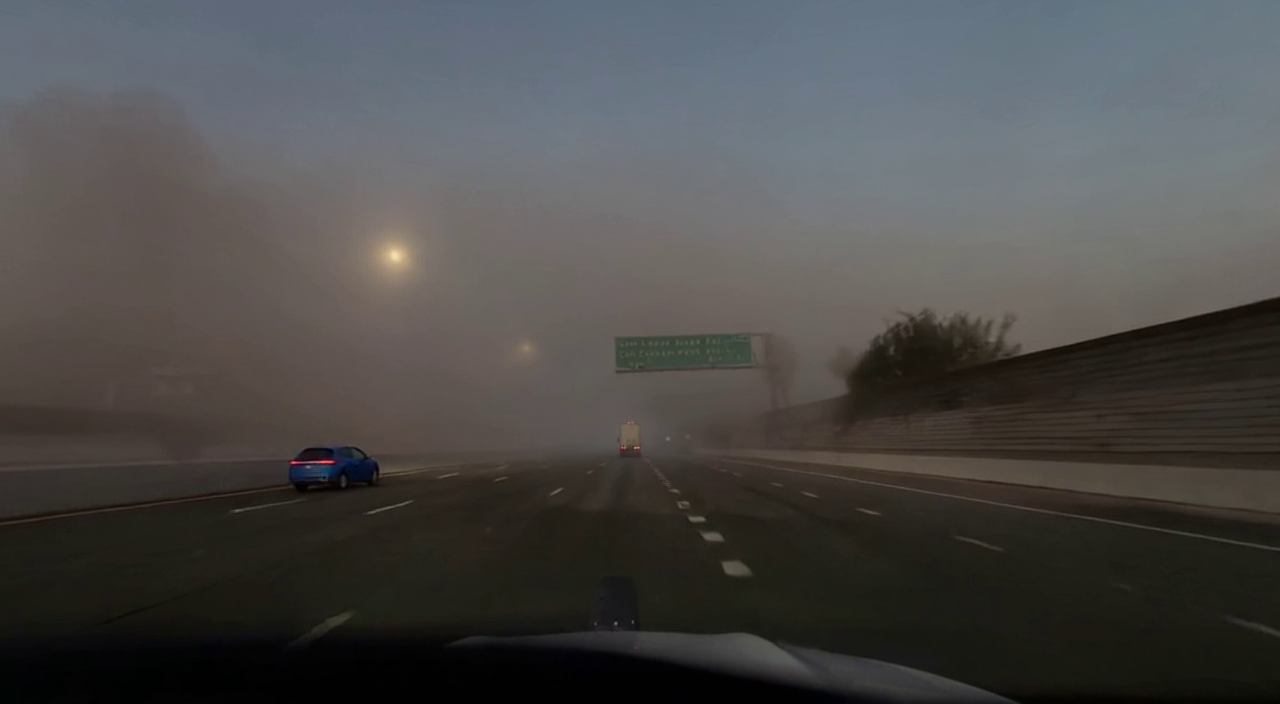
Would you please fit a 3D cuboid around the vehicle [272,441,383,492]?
[{"bbox_3d":[-11.070,4.062,22.746,1.897,1.653,4.113,0,-9,-1],"label":"vehicle"}]
